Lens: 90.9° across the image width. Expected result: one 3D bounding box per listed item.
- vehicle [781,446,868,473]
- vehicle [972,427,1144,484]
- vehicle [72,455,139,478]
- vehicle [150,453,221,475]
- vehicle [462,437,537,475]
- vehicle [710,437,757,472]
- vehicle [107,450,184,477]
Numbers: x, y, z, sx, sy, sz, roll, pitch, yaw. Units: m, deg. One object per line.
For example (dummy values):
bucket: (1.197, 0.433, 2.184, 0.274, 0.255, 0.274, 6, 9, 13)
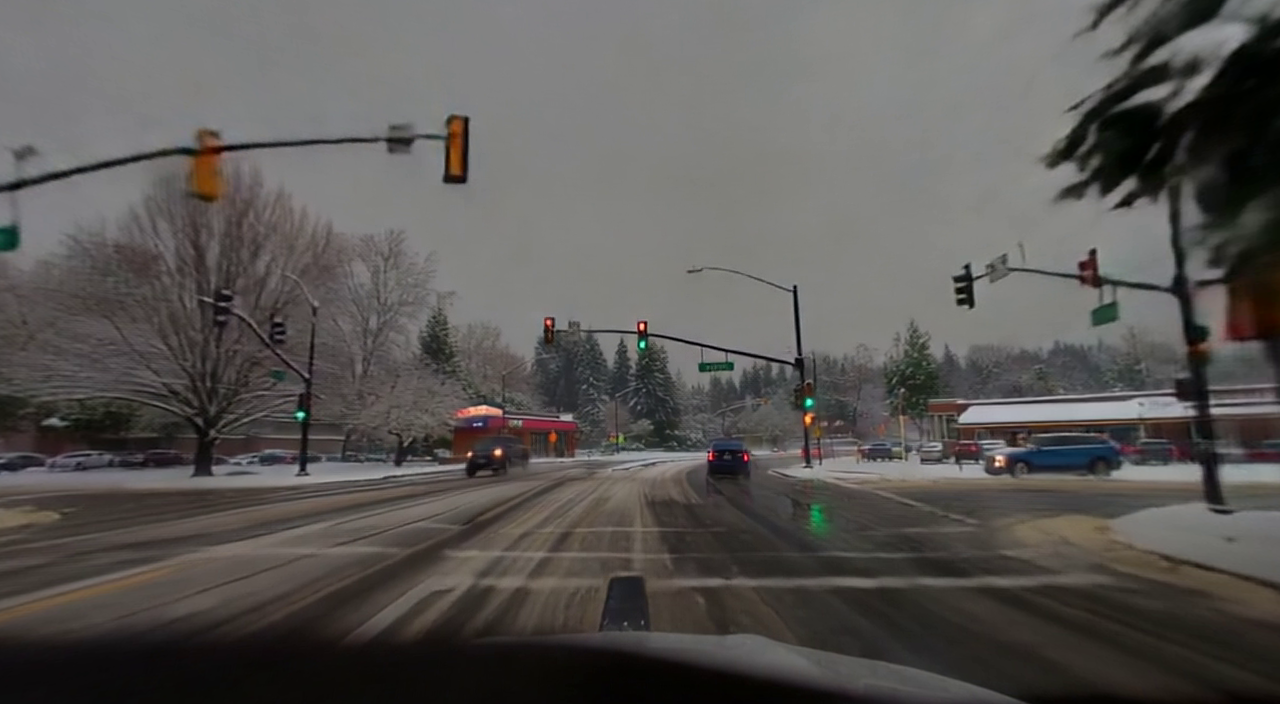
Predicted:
vehicle: (10.526, 6.137, 36.241, 1.938, 1.466, 4.434, 6, -10, -36)
vehicle: (15.244, 3.789, 23.218, 4.713, 1.969, 2.201, 0, -8, -2)
vehicle: (-39.205, 8.389, 46.312, 1.799, 1.452, 3.649, -2, -7, -1)
vehicle: (-33.786, 8.328, 47.011, 1.802, 1.442, 4.601, 0, -8, 2)
vehicle: (-6.734, 5.042, 30.712, 2.309, 1.702, 4.323, -1, -8, 5)
vehicle: (4.910, 5.469, 33.761, 2.311, 1.715, 4.287, -1, -8, 6)
vehicle: (-36.277, 8.179, 46.401, 2.122, 1.801, 4.427, 0, -8, -1)
